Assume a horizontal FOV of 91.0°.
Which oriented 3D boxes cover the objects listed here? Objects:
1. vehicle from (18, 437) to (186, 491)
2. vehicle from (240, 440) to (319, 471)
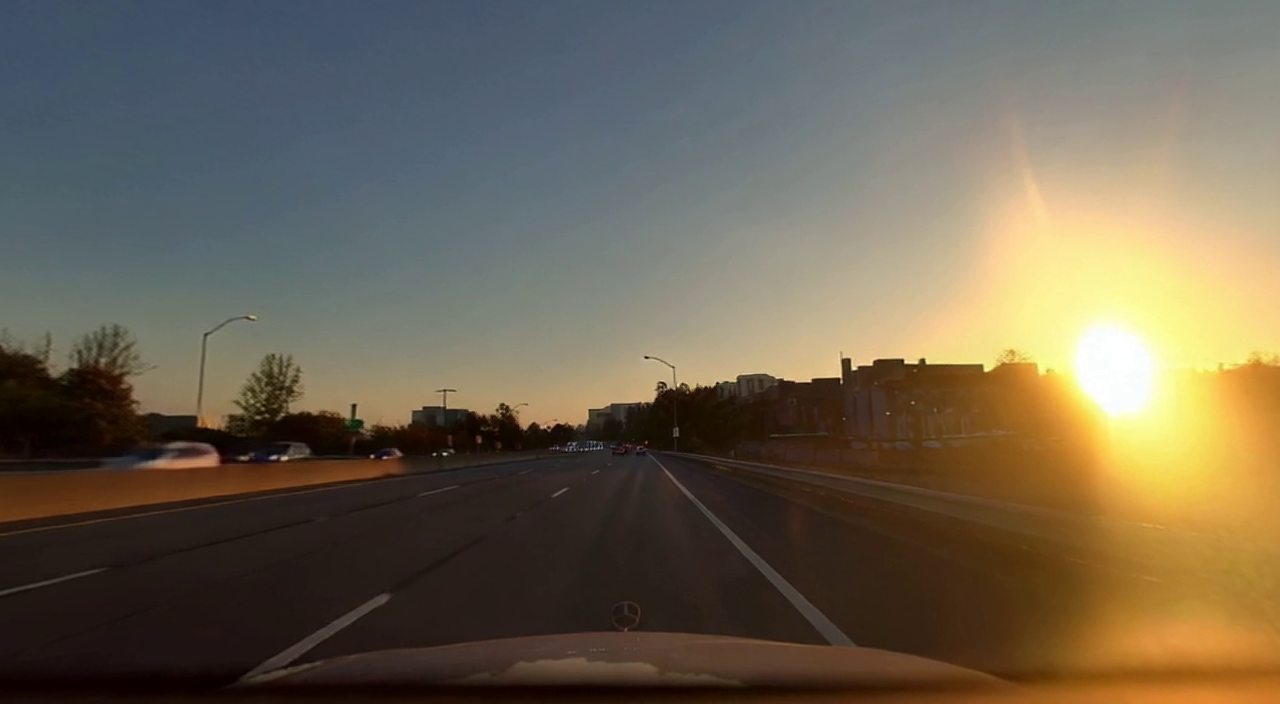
[{"bbox_3d":[-19.396,4.039,23.066,2.064,1.750,4.641,0,-9,-1],"label":"vehicle"},{"bbox_3d":[-23.160,6.668,40.674,2.105,1.887,4.821,0,-9,1],"label":"vehicle"}]
